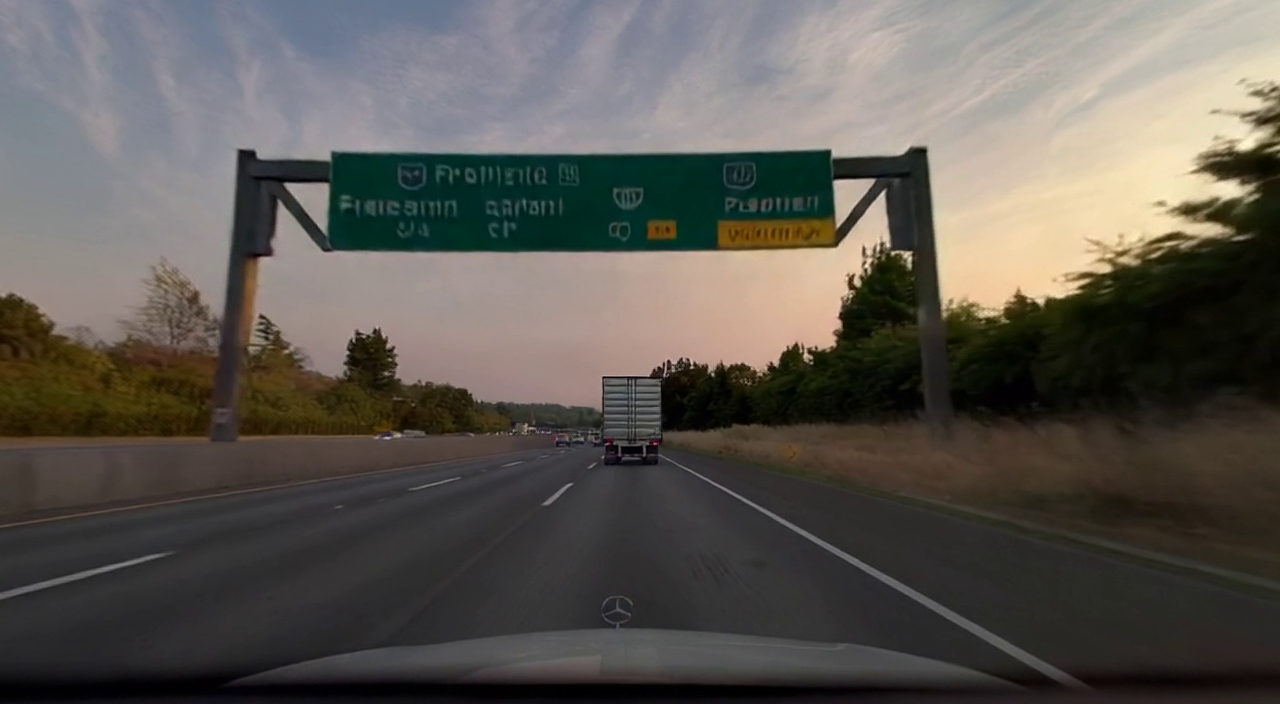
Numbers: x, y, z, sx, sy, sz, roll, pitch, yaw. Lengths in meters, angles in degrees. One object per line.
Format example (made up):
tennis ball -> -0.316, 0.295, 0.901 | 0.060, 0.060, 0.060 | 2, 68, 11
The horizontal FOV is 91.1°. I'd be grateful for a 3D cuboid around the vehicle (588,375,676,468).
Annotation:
vehicle -> -0.420, 3.483, 30.378 | 3.033, 3.223, 14.836 | 4, -7, -1
